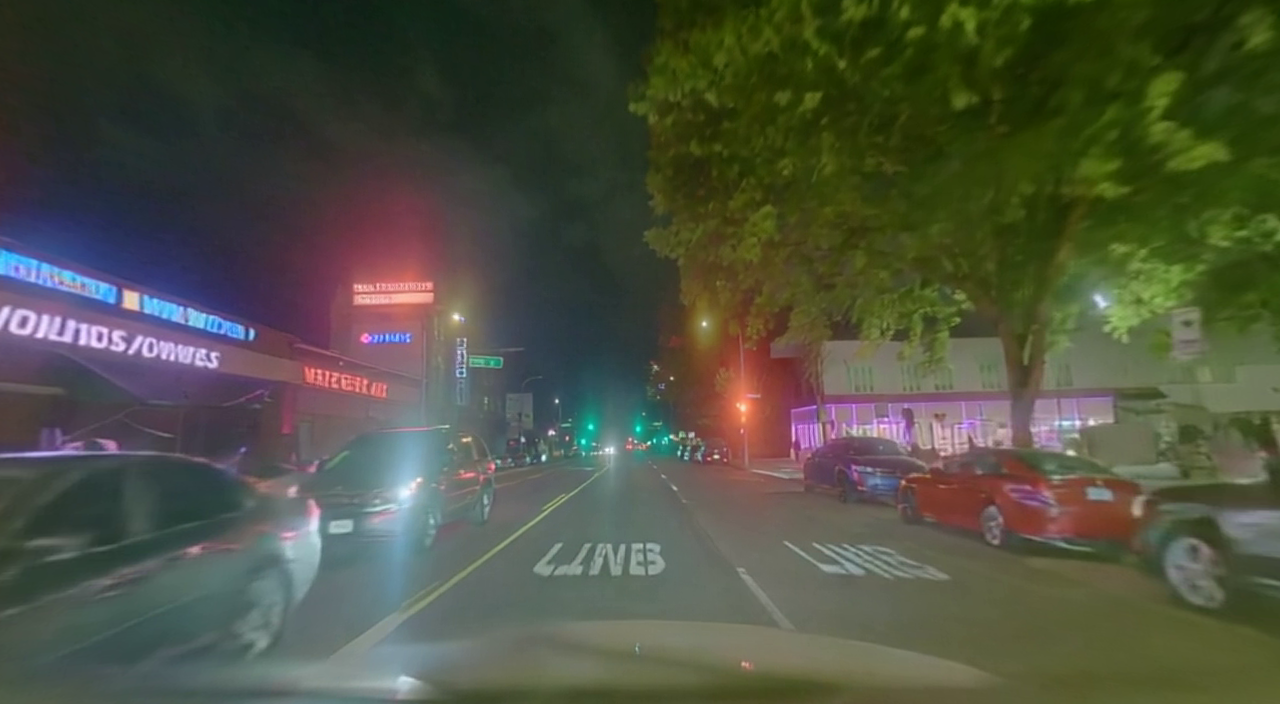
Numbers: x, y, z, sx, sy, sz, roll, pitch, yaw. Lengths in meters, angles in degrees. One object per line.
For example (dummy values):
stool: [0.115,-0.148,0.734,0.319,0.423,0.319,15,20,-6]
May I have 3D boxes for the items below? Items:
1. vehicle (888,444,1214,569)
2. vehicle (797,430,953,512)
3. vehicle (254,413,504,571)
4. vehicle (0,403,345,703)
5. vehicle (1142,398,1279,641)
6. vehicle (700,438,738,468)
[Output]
vehicle: [5.886,2.207,10.017,1.910,1.471,4.758,0,-8,-1]
vehicle: [5.882,3.031,16.647,2.150,1.805,4.870,0,-8,-1]
vehicle: [-3.455,1.926,9.514,2.028,1.764,4.503,0,-8,-3]
vehicle: [-3.123,0.977,2.288,2.013,1.527,4.335,0,-8,0]
vehicle: [5.821,1.057,3.484,2.116,1.780,4.682,0,-8,-2]
vehicle: [5.631,7.222,45.435,2.010,1.943,4.319,-2,-9,-1]
